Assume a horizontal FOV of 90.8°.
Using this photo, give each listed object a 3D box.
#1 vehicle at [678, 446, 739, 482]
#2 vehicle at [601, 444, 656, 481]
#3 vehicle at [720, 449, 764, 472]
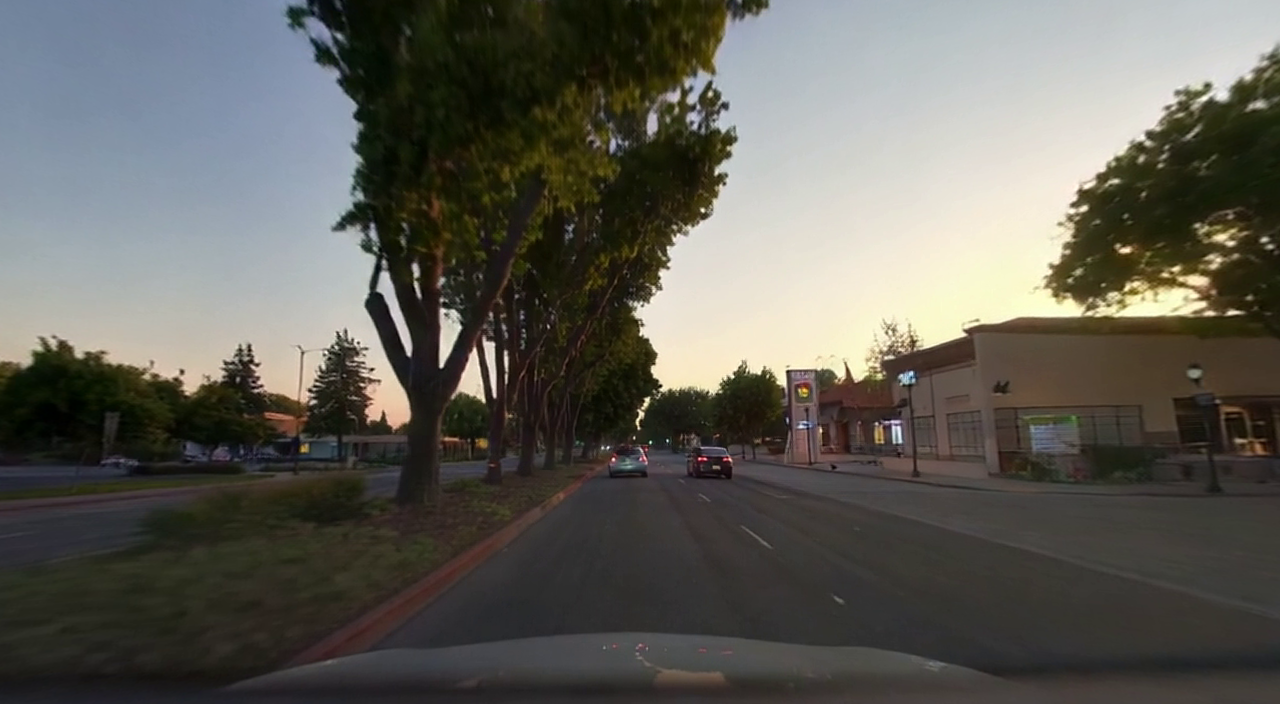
[{"bbox_3d":[2.983,5.008,28.584,2.057,1.491,4.675,0,-8,-2],"label":"vehicle"},{"bbox_3d":[-0.535,4.853,28.018,2.242,1.474,4.127,0,-8,-2],"label":"vehicle"},{"bbox_3d":[6.531,6.976,40.969,2.068,1.393,3.874,0,-8,-3],"label":"vehicle"}]
